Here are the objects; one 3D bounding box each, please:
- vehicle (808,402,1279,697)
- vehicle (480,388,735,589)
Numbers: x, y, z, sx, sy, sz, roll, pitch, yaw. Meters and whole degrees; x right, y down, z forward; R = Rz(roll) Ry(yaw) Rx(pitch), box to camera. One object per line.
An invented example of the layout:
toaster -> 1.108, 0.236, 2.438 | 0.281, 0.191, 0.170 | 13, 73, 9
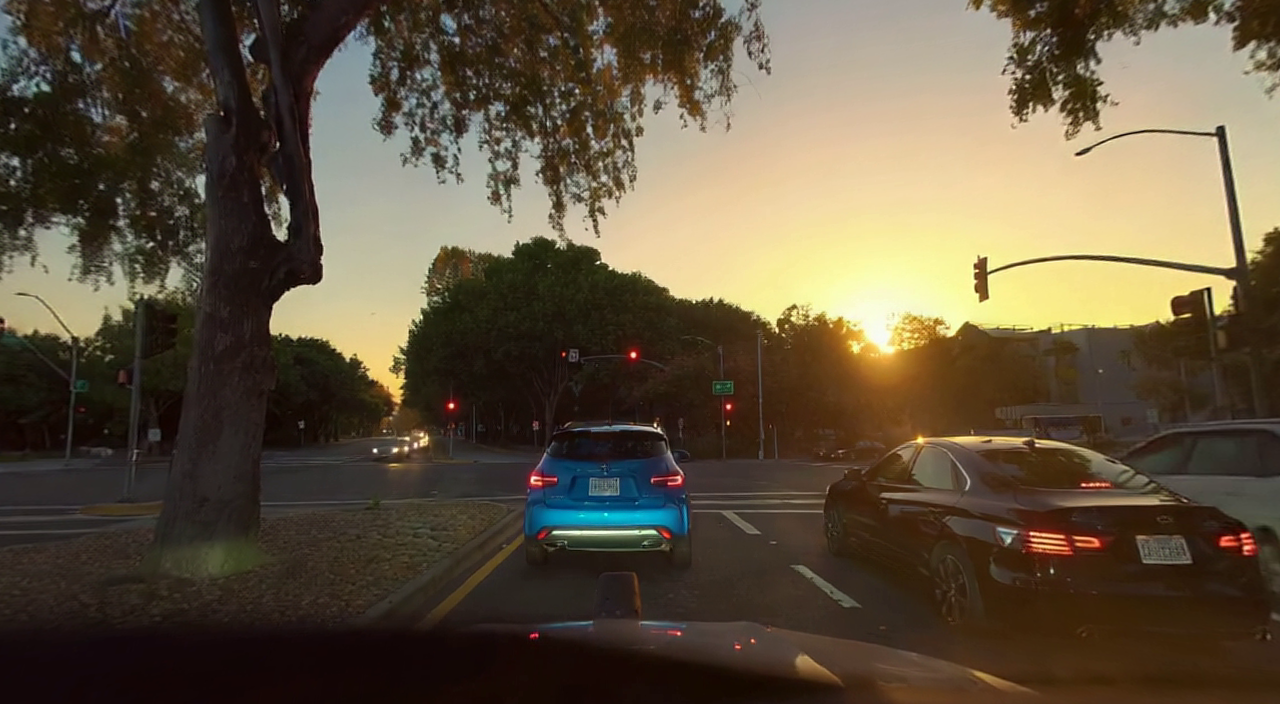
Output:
vehicle -> 3.164, 1.399, 5.760 | 1.932, 1.562, 4.629 | 0, -9, -1
vehicle -> -0.345, 1.524, 7.784 | 2.247, 1.760, 4.231 | 0, -9, -2
